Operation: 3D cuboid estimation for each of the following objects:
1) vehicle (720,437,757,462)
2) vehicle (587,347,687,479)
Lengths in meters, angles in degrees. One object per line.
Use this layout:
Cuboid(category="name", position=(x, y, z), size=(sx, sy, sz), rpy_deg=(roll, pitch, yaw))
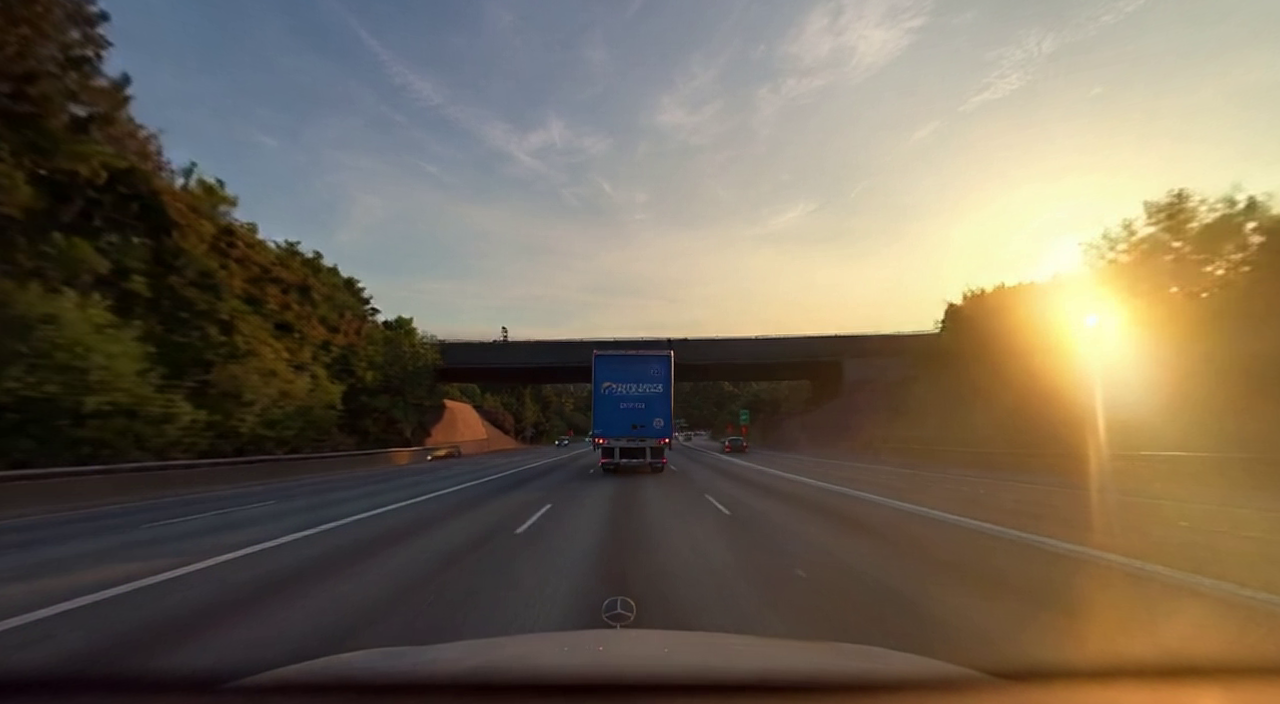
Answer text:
Cuboid(category="vehicle", position=(7.348, 7.316, 47.528), size=(2.050, 1.637, 4.397), rpy_deg=(3, -7, 0))
Cuboid(category="vehicle", position=(-0.322, 2.436, 23.576), size=(2.895, 3.861, 10.213), rpy_deg=(0, -8, -3))
